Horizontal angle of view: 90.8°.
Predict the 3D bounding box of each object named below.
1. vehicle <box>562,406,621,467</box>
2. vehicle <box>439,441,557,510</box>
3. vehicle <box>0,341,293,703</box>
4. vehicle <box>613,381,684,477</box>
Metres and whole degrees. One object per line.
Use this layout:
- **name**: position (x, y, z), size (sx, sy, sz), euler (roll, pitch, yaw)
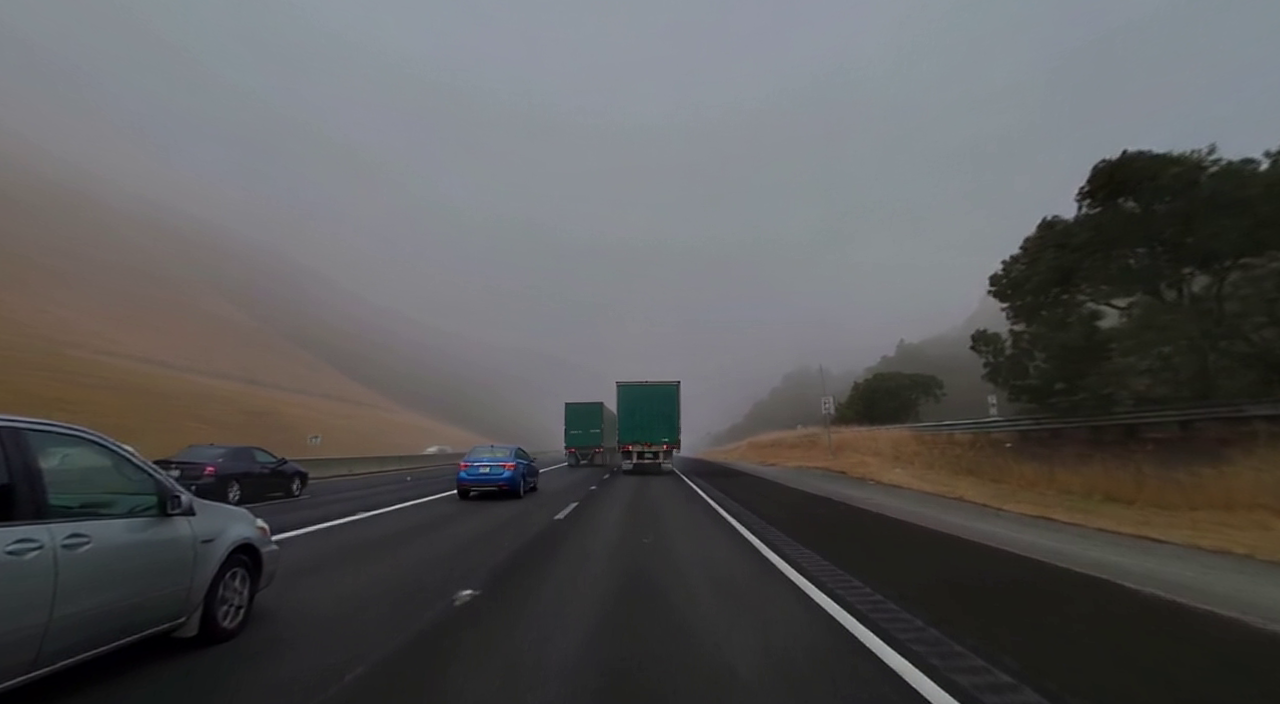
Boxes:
- **vehicle**: position (-3.492, 6.700, 49.578), size (3.311, 4.073, 14.172), euler (0, -8, 1)
- **vehicle**: position (-3.346, 2.973, 15.730), size (1.950, 1.446, 4.224), euler (0, -8, 0)
- **vehicle**: position (-3.813, 0.810, 2.395), size (2.136, 1.779, 4.875), euler (0, -8, 1)
- **vehicle**: position (0.538, 4.002, 31.783), size (2.913, 3.988, 10.874), euler (0, -8, 2)
